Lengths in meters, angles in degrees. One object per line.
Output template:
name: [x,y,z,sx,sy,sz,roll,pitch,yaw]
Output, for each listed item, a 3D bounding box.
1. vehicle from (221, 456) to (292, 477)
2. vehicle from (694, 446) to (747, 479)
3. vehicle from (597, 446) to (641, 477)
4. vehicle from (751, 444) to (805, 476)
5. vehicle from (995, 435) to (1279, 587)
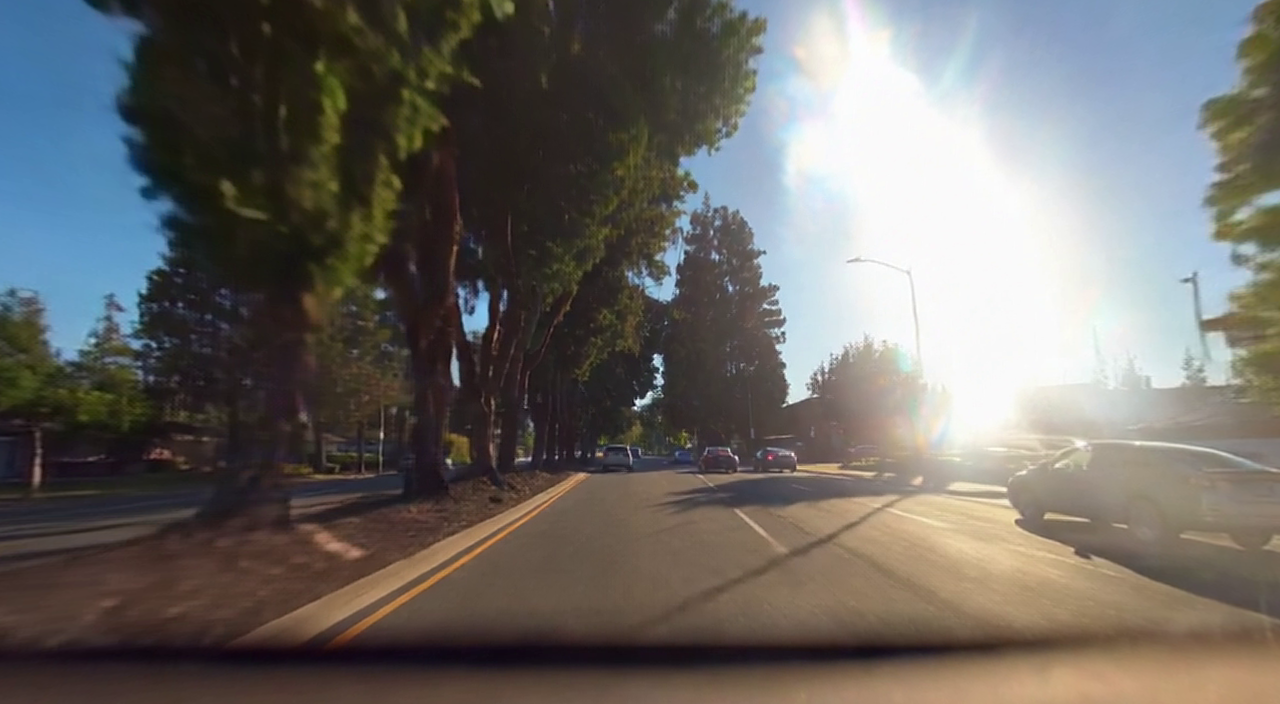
vehicle: [-29.459,8.793,48.586,4.320,1.459,1.860,0,-8,3]
vehicle: [3.875,5.367,30.931,2.020,1.472,3.958,0,-8,-1]
vehicle: [-1.055,5.558,32.353,2.077,1.477,3.897,0,-8,-1]
vehicle: [7.669,6.055,35.598,1.945,1.687,4.292,0,-8,-2]
vehicle: [7.228,1.953,8.738,1.888,1.508,4.646,0,-8,-1]
